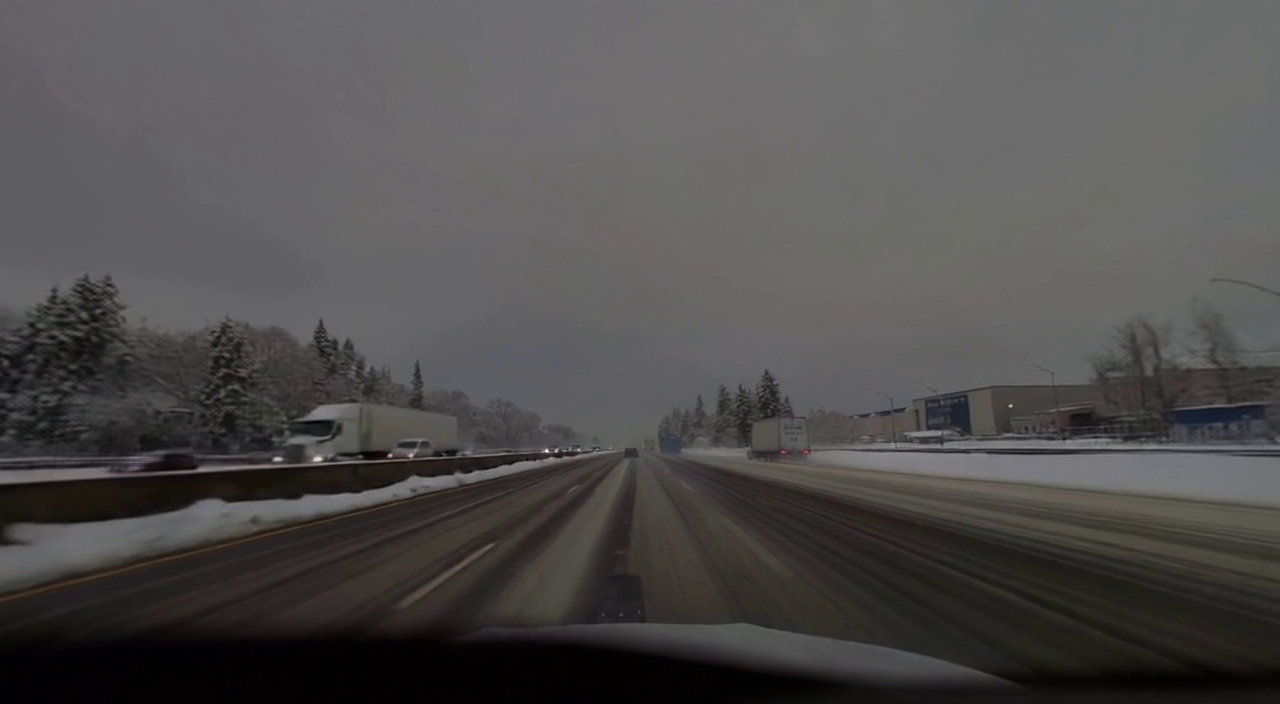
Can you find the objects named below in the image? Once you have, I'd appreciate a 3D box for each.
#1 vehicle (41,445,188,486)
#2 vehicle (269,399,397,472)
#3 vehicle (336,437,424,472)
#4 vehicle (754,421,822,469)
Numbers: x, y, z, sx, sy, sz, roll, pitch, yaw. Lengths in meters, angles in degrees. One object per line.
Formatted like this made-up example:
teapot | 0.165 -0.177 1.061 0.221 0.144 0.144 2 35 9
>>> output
vehicle | -20.826 4.510 25.354 1.921 1.473 4.590 0 -9 0
vehicle | -17.402 4.904 36.712 3.000 3.731 8.444 0 -9 1
vehicle | -13.592 5.411 33.498 2.173 1.709 5.541 0 -9 1
vehicle | 10.998 7.094 48.017 2.912 3.293 9.588 0 -9 0
